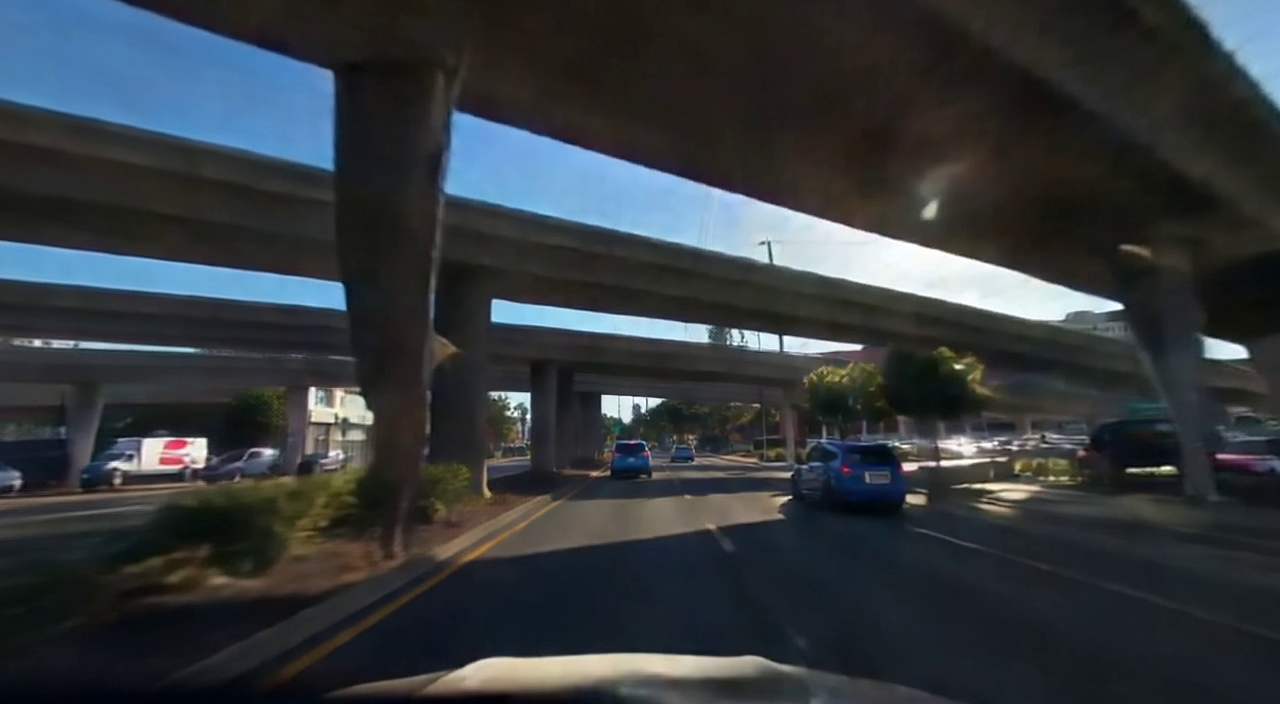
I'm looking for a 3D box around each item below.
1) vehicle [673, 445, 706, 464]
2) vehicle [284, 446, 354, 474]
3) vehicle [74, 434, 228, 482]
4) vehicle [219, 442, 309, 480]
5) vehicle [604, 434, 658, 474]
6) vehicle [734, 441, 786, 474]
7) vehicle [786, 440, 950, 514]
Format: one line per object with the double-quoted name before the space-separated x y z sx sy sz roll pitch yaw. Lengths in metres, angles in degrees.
"vehicle" 3.705 7.815 48.269 2.126 1.375 4.241 0 -8 -1
"vehicle" -19.382 6.520 38.296 1.913 1.612 4.505 0 -8 0
"vehicle" -25.341 5.518 33.280 2.510 2.180 7.492 0 -9 -4
"vehicle" -19.712 5.701 33.294 1.989 1.820 4.427 0 -8 -1
"vehicle" -0.401 4.994 31.070 2.441 1.813 4.581 0 -8 0
"vehicle" 6.528 5.782 34.732 1.974 1.663 4.299 0 -8 -1
"vehicle" 5.183 2.886 15.160 1.954 1.479 4.557 1 -8 -4
